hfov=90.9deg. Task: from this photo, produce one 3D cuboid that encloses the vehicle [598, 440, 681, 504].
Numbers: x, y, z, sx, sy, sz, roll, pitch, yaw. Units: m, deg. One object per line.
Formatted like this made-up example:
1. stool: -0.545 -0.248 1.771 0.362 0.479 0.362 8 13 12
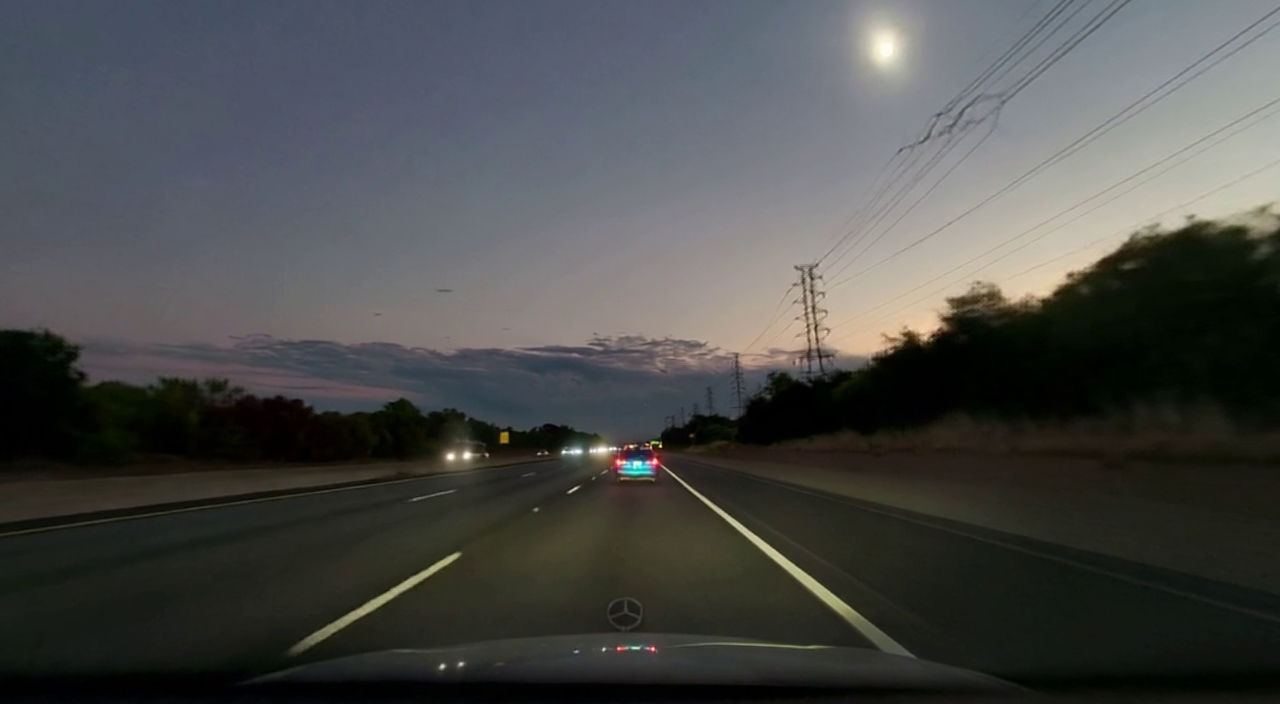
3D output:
1. vehicle: -0.043 3.181 17.130 1.966 1.499 4.298 0 -9 -1
